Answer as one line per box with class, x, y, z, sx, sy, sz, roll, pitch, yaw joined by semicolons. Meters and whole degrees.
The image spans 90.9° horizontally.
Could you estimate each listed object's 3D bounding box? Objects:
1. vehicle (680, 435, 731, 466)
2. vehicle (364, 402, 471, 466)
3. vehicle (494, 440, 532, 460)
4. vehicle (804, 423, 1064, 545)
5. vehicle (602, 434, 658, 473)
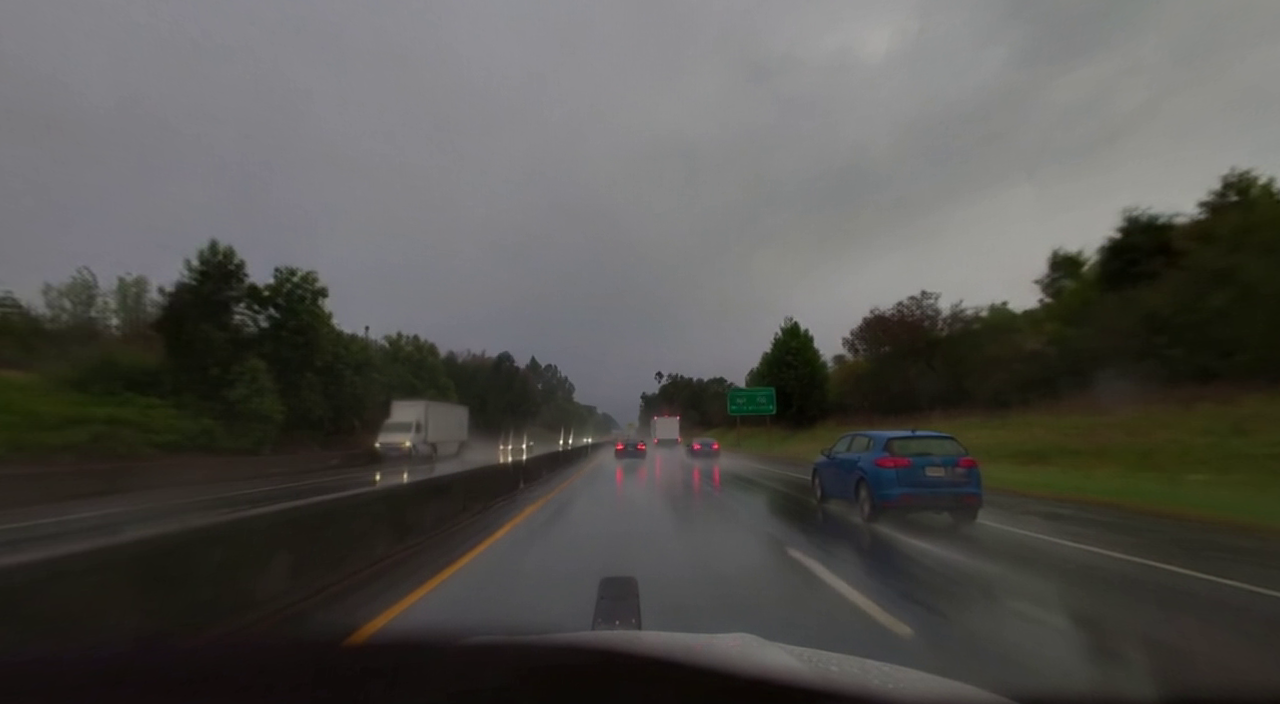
vehicle;3.271;5.007;32.336;2.004;1.469;4.472;0;-8;-2
vehicle;-14.573;5.545;42.649;3.122;3.682;11.678;1;-7;-1
vehicle;-9.624;7.442;48.076;1.982;1.455;4.161;0;-8;0
vehicle;4.284;1.952;10.145;2.066;1.526;4.216;0;-8;-2
vehicle;-0.424;4.131;25.901;2.143;1.466;3.693;0;-8;-2
